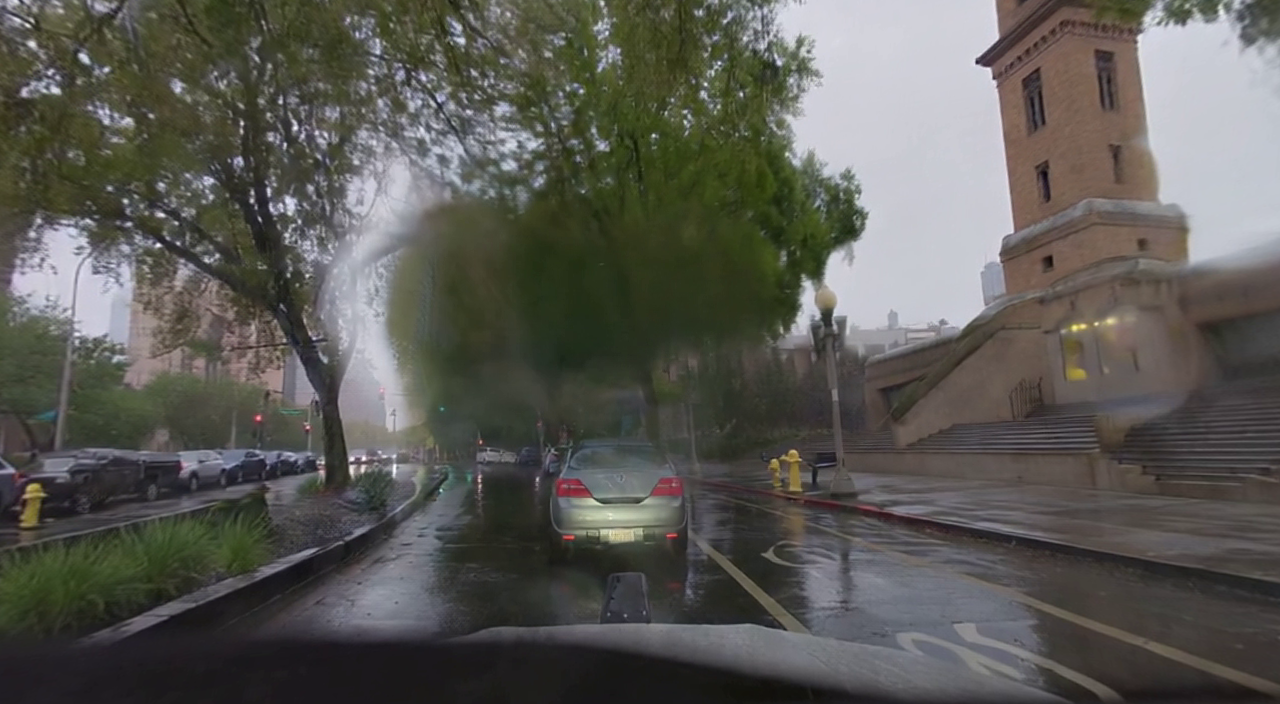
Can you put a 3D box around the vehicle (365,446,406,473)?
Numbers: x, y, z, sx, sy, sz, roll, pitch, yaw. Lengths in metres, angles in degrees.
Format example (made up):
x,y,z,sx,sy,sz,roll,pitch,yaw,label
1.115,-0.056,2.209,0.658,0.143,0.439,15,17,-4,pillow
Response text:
x,y,z,sx,sy,sz,roll,pitch,yaw,label
-16.913,7.129,42.152,2.179,1.698,4.549,3,-9,-18,vehicle

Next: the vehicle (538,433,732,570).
x,y,z,sx,sy,sz,roll,pitch,yaw,label
-0.240,1.940,9.020,2.142,1.475,4.051,1,-8,-6,vehicle
